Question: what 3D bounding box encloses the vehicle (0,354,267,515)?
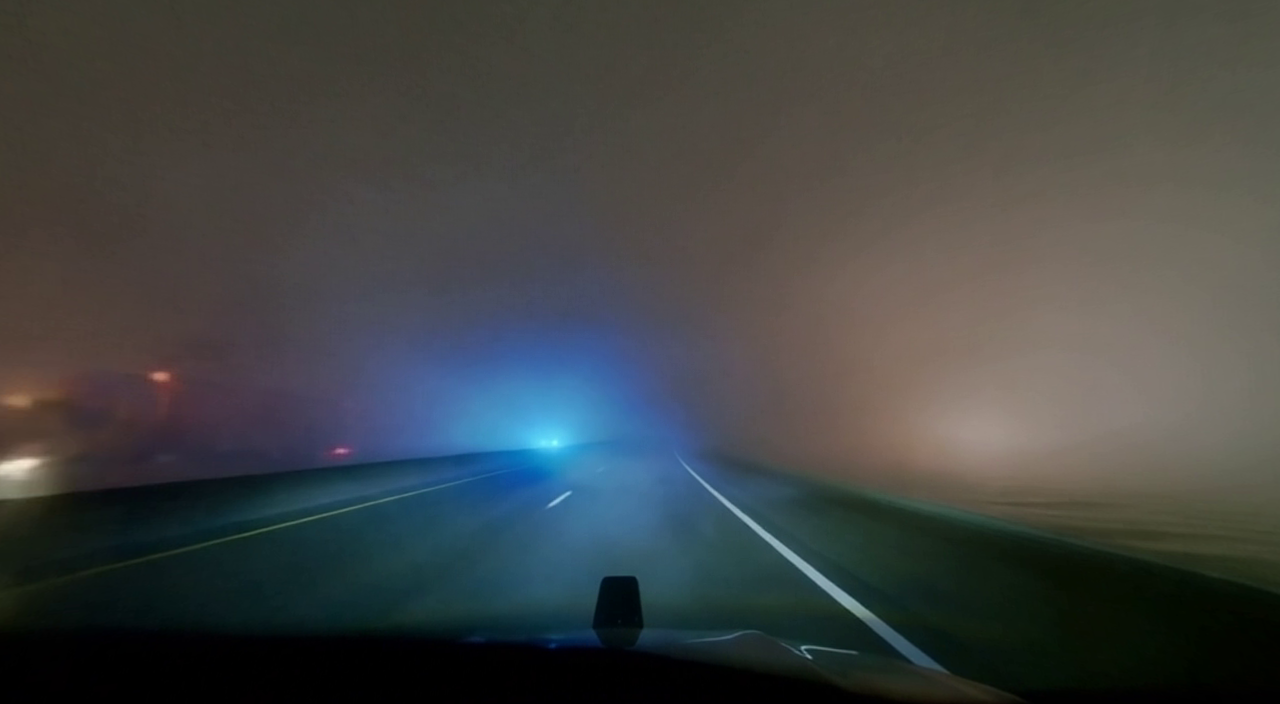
[{"bbox_3d":[-15.377,2.483,18.724,2.791,3.613,8.984,0,-8,1],"label":"vehicle"}]
